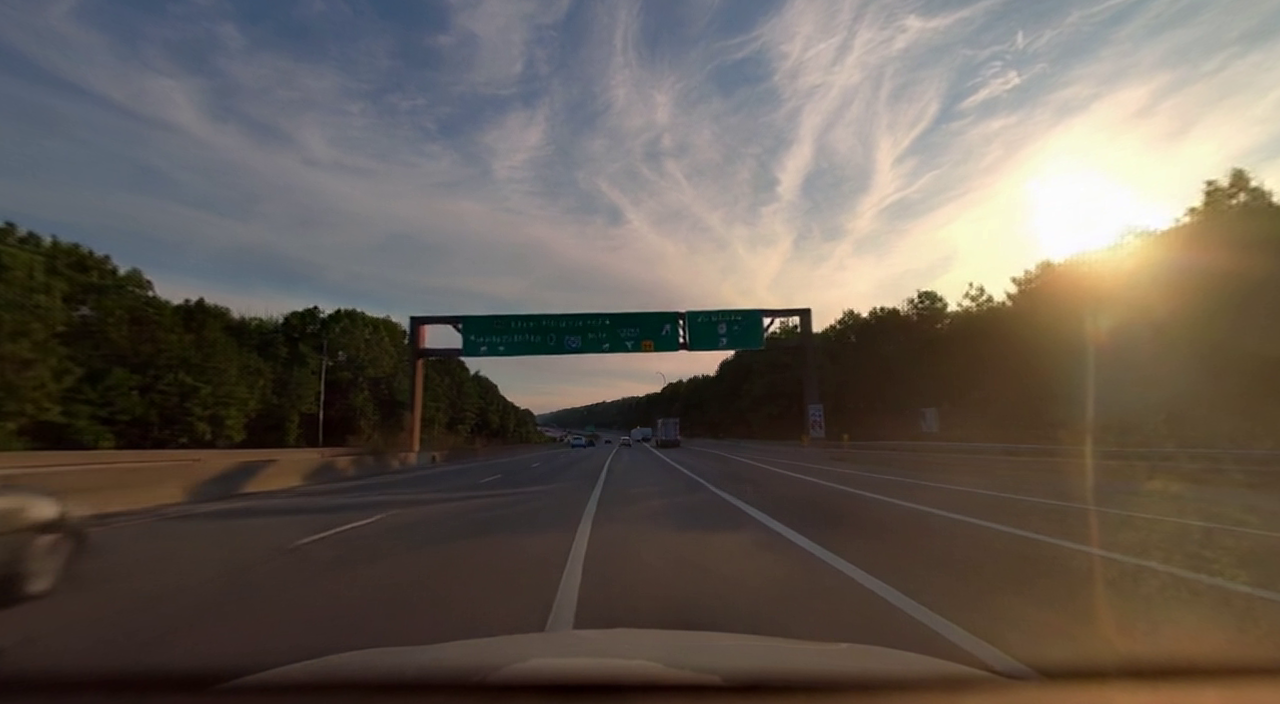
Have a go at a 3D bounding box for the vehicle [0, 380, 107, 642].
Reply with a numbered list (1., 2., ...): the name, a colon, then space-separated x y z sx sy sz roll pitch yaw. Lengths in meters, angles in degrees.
1. vehicle: -5.036 0.788 2.354 2.055 1.662 4.773 0 -8 -3
